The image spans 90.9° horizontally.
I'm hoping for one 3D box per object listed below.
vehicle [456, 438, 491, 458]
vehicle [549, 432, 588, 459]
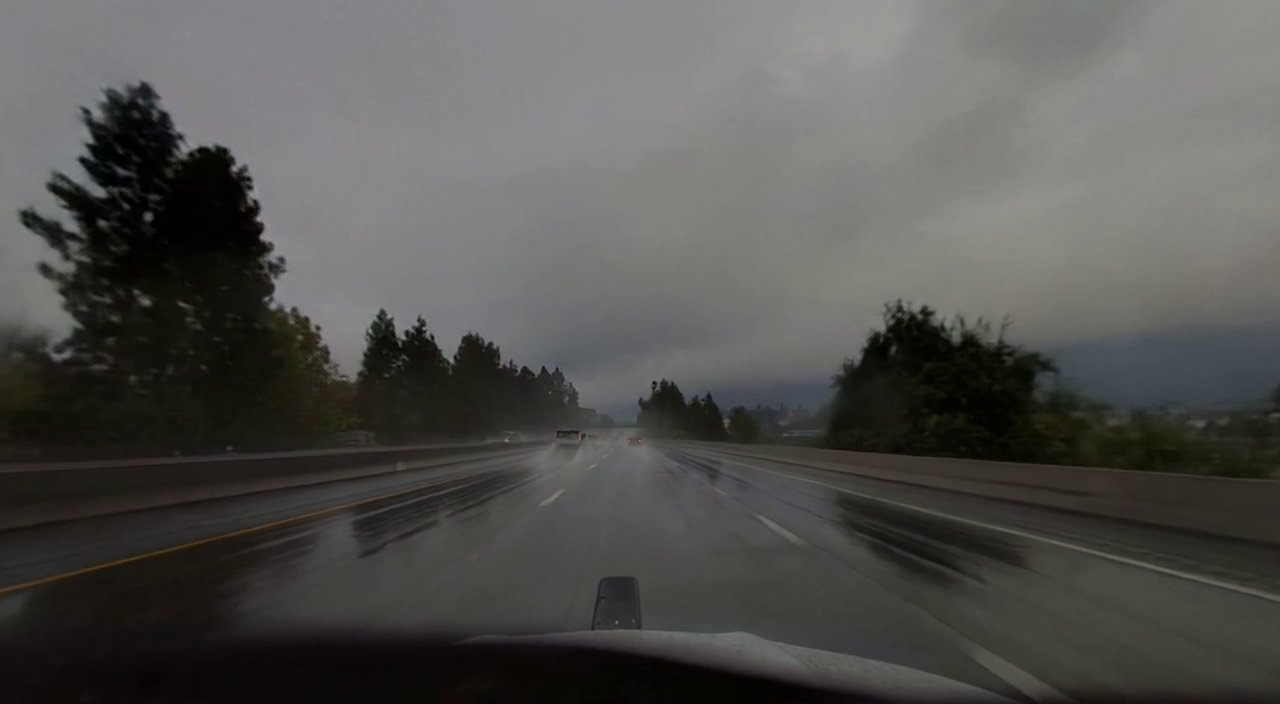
[{"bbox_3d":[-12.839,7.410,48.806,1.760,1.434,3.811,0,-7,-1],"label":"vehicle"},{"bbox_3d":[-4.497,5.927,40.256,2.003,1.626,4.256,0,-8,0],"label":"vehicle"}]
